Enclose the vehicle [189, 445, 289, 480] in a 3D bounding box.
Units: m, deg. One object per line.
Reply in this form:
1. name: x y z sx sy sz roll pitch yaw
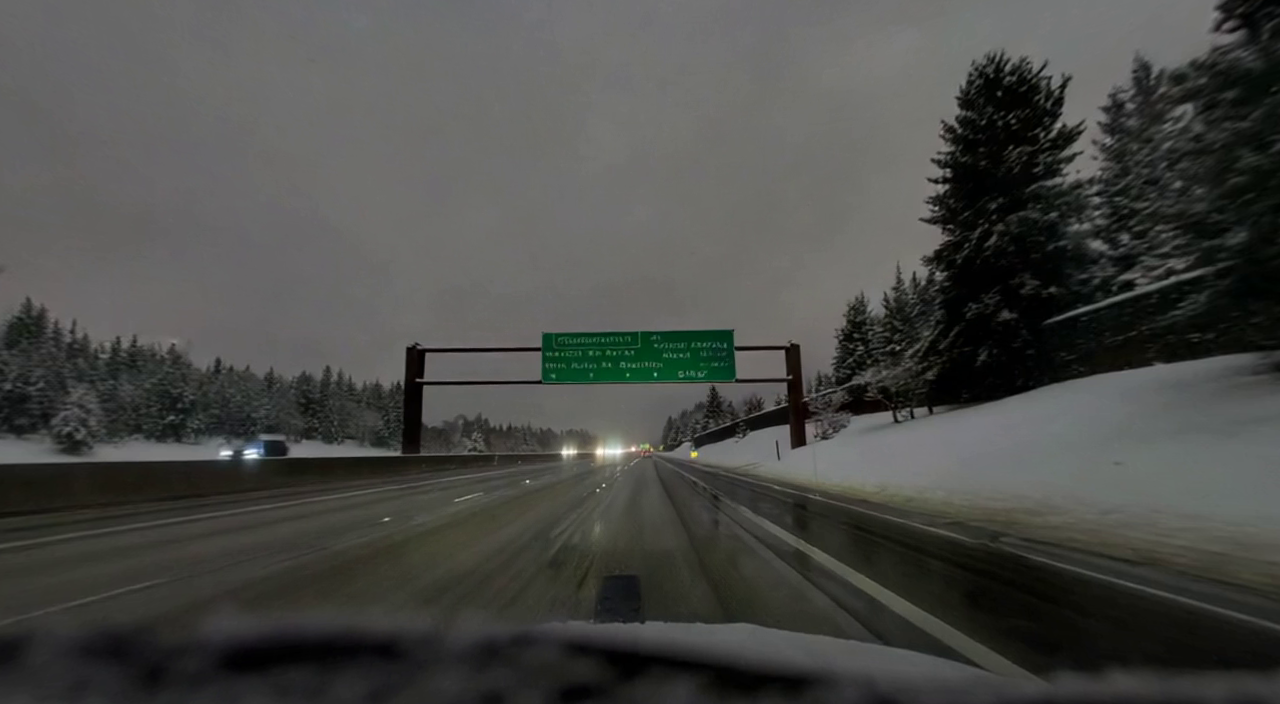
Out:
1. vehicle: -18.473 5.086 29.259 1.886 1.493 4.093 0 -9 1
